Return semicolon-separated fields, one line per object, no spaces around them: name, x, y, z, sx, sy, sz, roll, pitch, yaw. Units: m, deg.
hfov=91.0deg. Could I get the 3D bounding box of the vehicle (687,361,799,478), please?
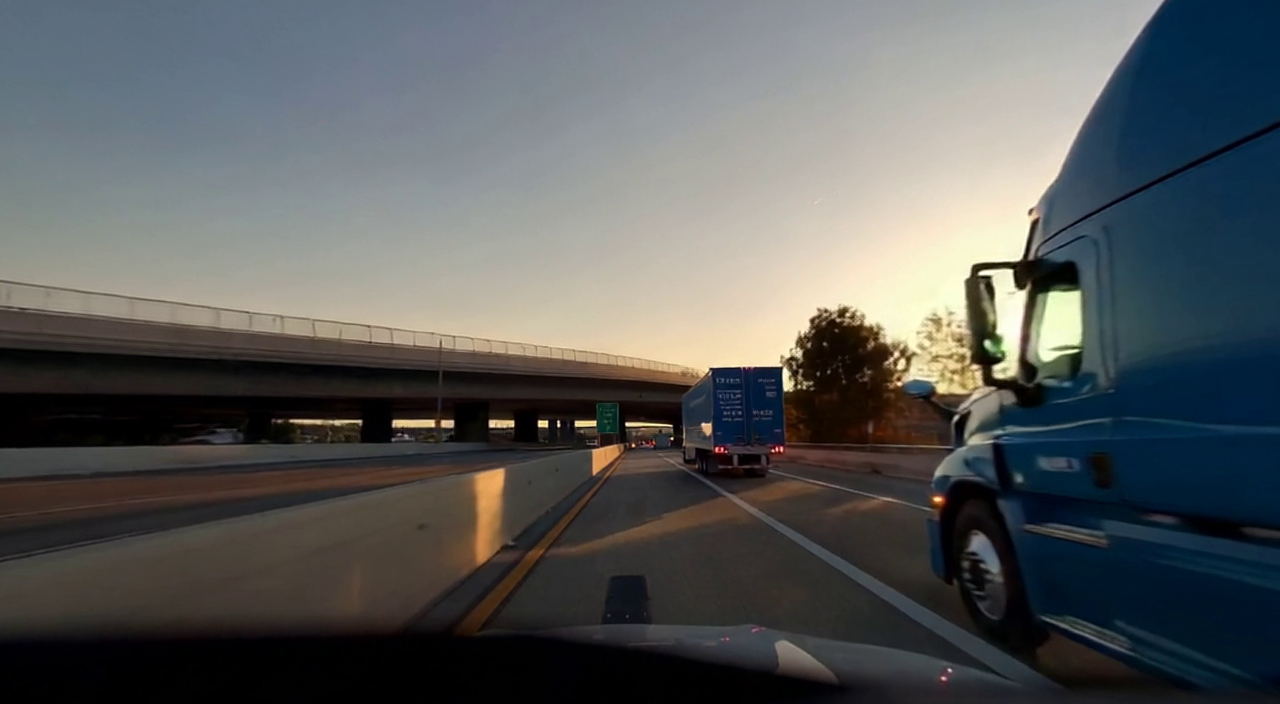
vehicle;4.124;3.358;29.123;3.006;4.093;14.142;0;-8;1
